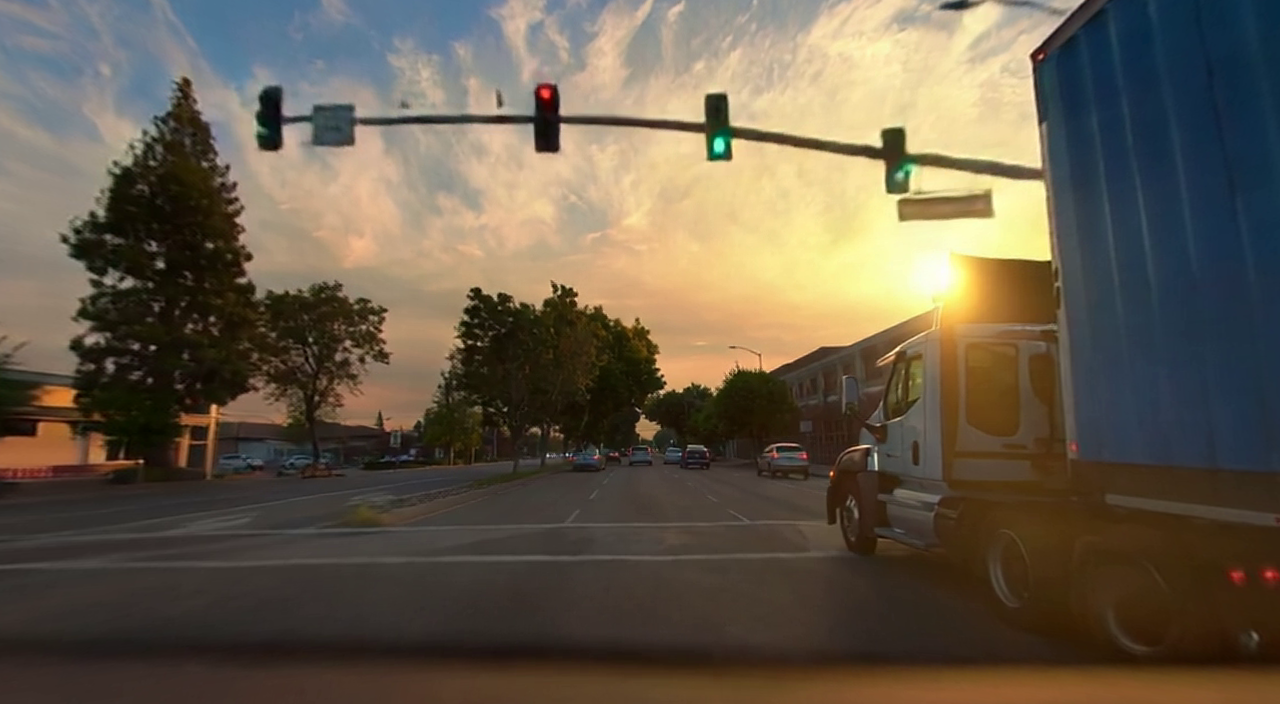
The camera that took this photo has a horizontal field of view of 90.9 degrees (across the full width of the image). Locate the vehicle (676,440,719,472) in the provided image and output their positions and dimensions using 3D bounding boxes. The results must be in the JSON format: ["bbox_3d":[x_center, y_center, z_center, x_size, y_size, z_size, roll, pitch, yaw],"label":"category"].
[{"bbox_3d":[3.567,6.530,39.743,2.196,1.908,4.412,0,-9,-1],"label":"vehicle"}]

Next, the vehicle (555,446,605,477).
[{"bbox_3d":[-3.144,5.865,33.931,2.211,1.537,4.666,-1,-9,0],"label":"vehicle"}]

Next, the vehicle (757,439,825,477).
[{"bbox_3d":[7.701,5.444,32.671,2.174,1.793,5.061,0,-9,-1],"label":"vehicle"}]

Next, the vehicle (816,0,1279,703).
[{"bbox_3d":[3.783,-0.079,3.715,3.006,3.679,8.506,-1,-9,0],"label":"vehicle"}]

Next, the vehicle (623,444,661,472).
[{"bbox_3d":[0.114,6.759,40.328,2.276,1.704,3.925,0,-9,0],"label":"vehicle"}]
